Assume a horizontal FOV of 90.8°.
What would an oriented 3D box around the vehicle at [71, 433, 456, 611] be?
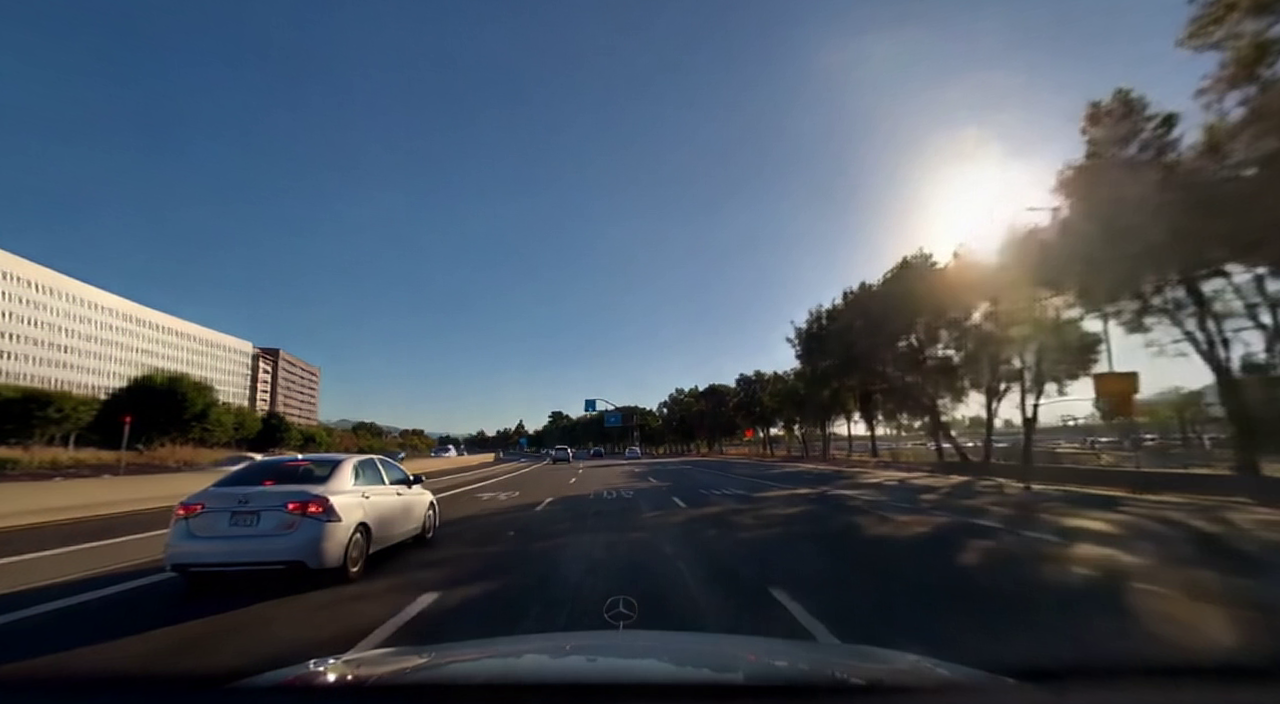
[{"bbox_3d":[-3.862,1.775,7.642,2.018,1.476,4.364,0,-8,-1],"label":"vehicle"}]
